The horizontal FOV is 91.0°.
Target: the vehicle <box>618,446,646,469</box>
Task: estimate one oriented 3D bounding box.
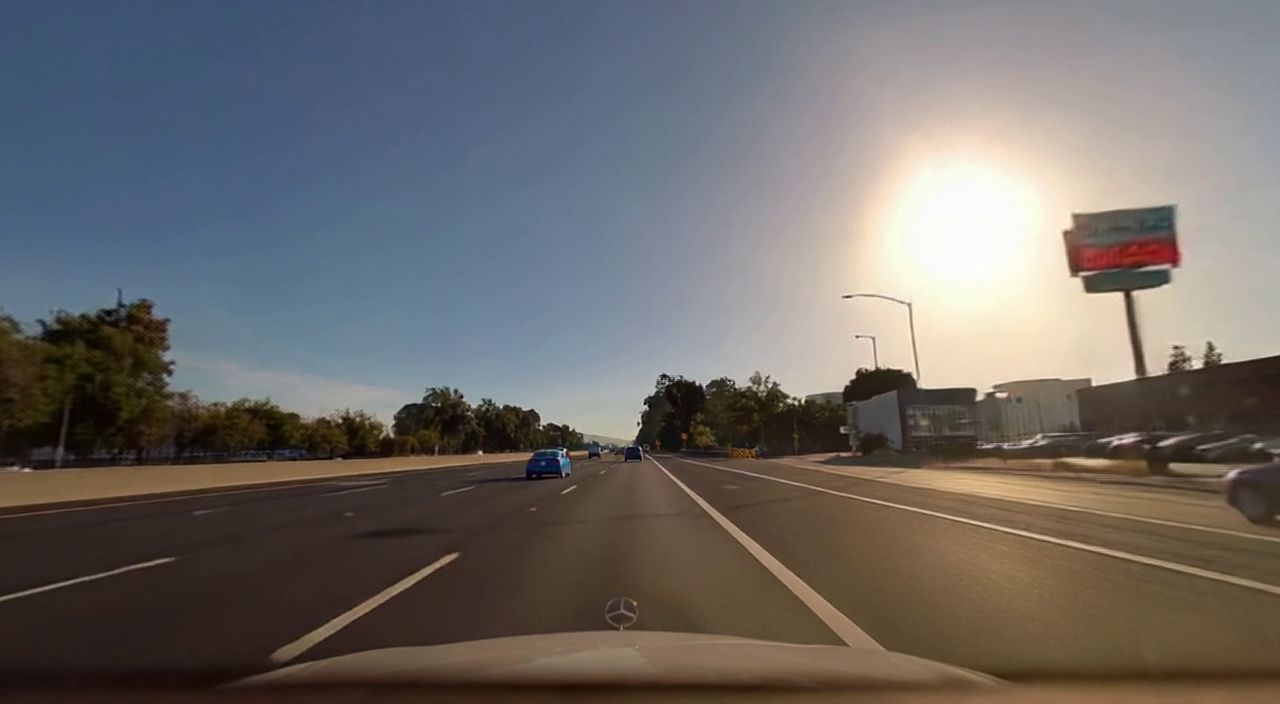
[{"bbox_3d":[-0.582,8.197,49.180,2.102,1.692,4.057,0,-9,1],"label":"vehicle"}]

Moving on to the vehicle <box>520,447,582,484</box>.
[{"bbox_3d":[-3.948,5.090,28.585,2.071,1.553,4.388,0,-9,1],"label":"vehicle"}]
